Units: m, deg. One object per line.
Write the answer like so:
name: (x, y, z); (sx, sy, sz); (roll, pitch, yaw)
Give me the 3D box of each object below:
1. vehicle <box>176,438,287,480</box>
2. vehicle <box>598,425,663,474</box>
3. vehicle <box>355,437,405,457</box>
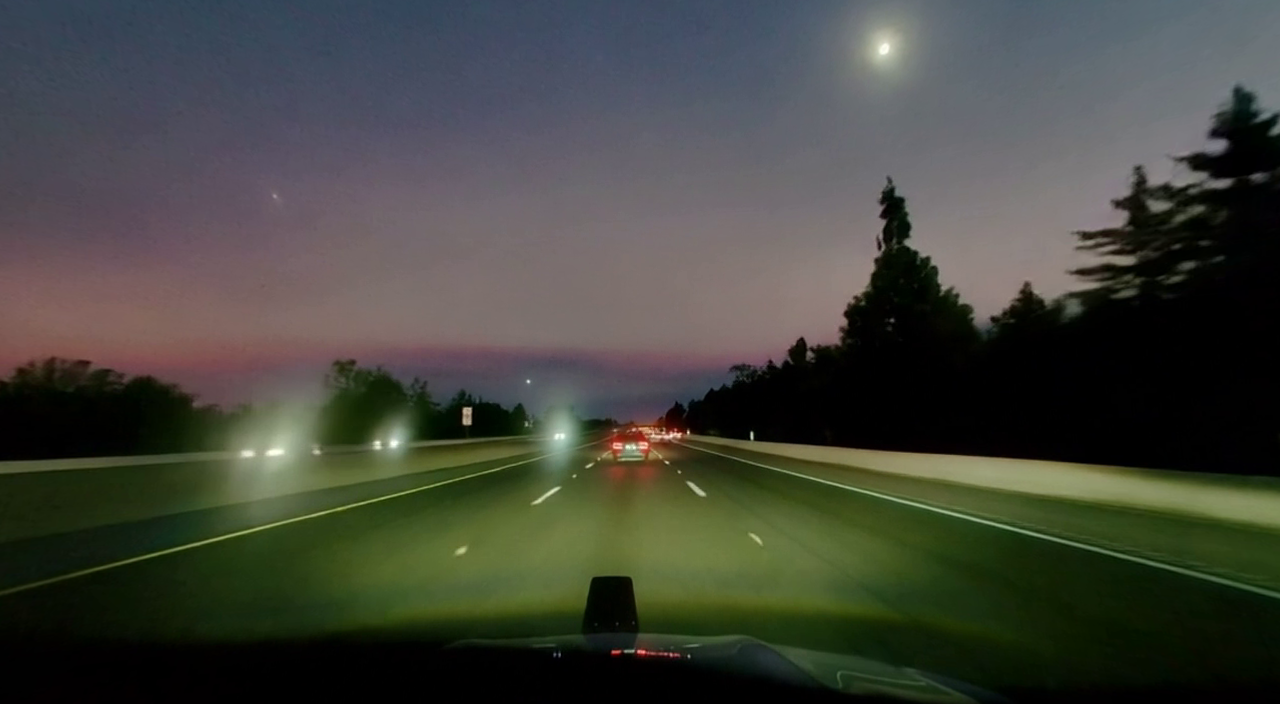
vehicle: (-15.990, 4.156, 24.931); (1.838, 1.514, 3.748); (0, -8, 0)
vehicle: (-0.349, 3.425, 22.404); (2.094, 1.600, 3.666); (0, -8, -1)
vehicle: (-19.905, 7.299, 48.472); (1.889, 1.449, 4.539); (0, -8, 0)
